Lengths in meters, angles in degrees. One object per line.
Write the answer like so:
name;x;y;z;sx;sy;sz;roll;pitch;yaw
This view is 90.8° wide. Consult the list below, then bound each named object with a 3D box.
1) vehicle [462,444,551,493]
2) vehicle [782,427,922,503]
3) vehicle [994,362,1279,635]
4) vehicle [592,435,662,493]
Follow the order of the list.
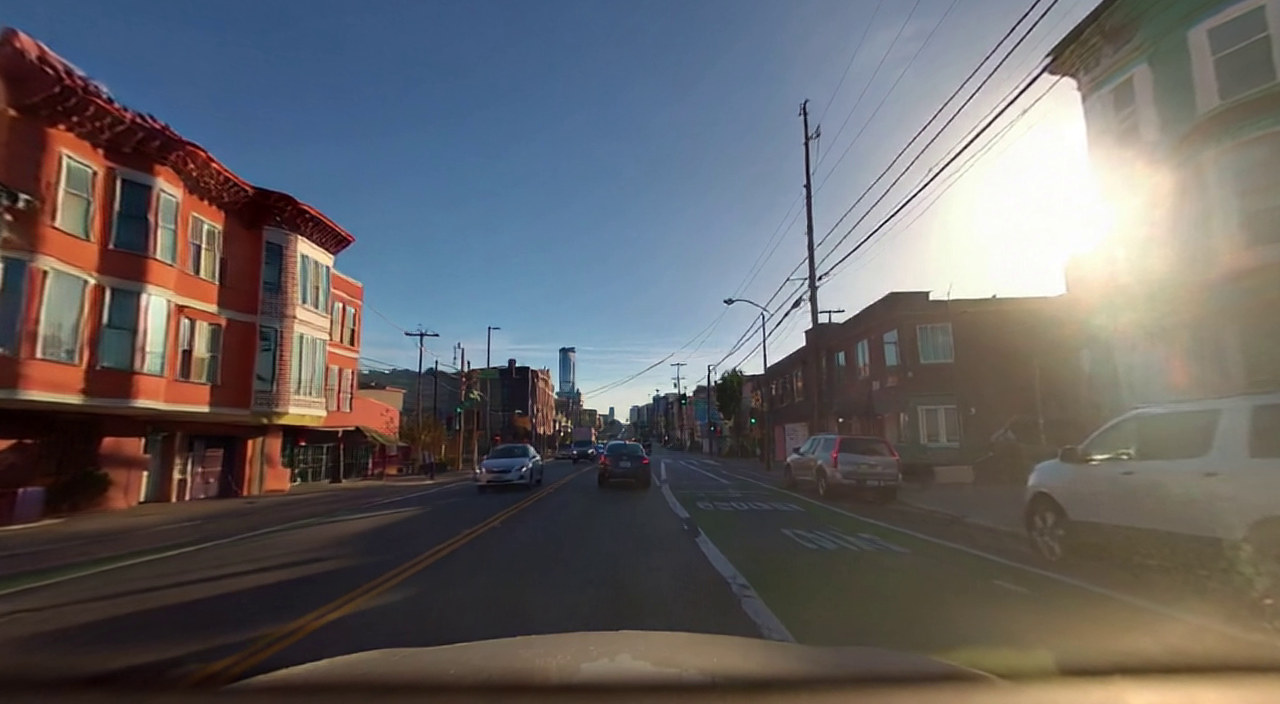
vehicle;-4.437;3.939;21.747;2.181;1.500;4.319;0;-8;-1
vehicle;6.105;3.341;19.166;2.197;1.917;5.637;0;-8;-1
vehicle;6.104;1.308;6.048;2.208;2.106;5.496;0;-9;0
vehicle;-0.396;3.477;19.921;1.980;1.635;3.795;0;-8;-1
